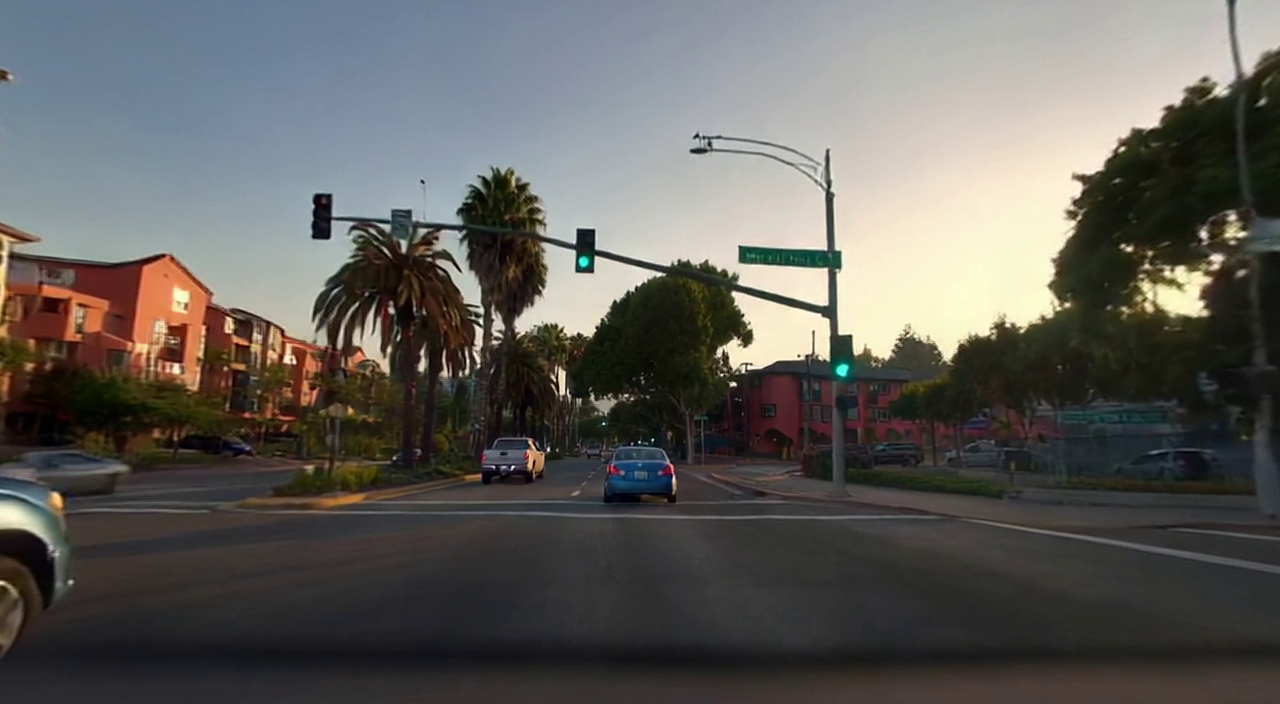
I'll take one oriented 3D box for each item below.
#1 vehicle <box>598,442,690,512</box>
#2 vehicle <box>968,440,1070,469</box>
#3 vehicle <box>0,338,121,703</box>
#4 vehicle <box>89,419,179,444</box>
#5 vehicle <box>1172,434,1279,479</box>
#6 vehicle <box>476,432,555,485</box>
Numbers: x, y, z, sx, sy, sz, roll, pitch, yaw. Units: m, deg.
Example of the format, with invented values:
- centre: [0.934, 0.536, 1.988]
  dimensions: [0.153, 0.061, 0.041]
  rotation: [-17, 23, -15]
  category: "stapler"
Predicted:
- centre: [0.020, 3.183, 16.547]
  dimensions: [2.122, 1.562, 4.152]
  rotation: [0, -8, -2]
  category: "vehicle"
- centre: [26.248, 7.098, 43.654]
  dimensions: [5.602, 1.903, 2.128]
  rotation: [0, -8, 1]
  category: "vehicle"
- centre: [-4.313, 0.539, 0.821]
  dimensions: [2.187, 1.904, 6.103]
  rotation: [0, -8, -2]
  category: "vehicle"
- centre: [-38.119, 6.016, 47.403]
  dimensions: [4.923, 1.874, 2.063]
  rotation: [0, -8, -1]
  category: "vehicle"
- centre: [23.719, 4.015, 24.237]
  dimensions: [1.908, 1.626, 4.559]
  rotation: [8, -12, -44]
  category: "vehicle"
- centre: [-5.306, 4.628, 27.805]
  dimensions: [2.447, 2.062, 5.911]
  rotation: [0, -8, -2]
  category: "vehicle"
